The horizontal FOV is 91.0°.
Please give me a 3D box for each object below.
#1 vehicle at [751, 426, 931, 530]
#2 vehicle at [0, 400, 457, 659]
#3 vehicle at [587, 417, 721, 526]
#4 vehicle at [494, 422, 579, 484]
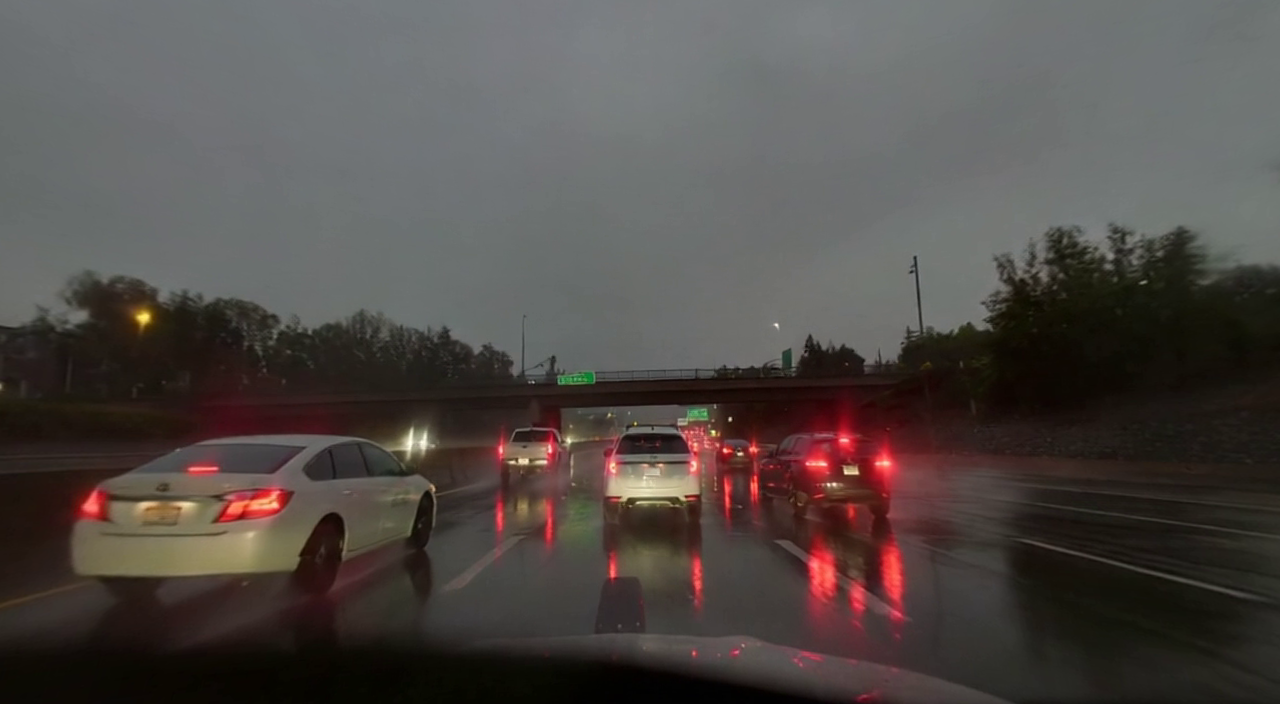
[{"bbox_3d":[3.642,2.378,12.475,2.022,1.633,4.651,0,-9,0],"label":"vehicle"},{"bbox_3d":[-3.600,1.454,6.343,2.014,1.579,4.761,0,-9,1],"label":"vehicle"},{"bbox_3d":[0.238,2.274,12.439,2.181,1.756,4.167,0,-9,0],"label":"vehicle"},{"bbox_3d":[-3.891,3.961,24.915,2.212,2.101,6.052,0,-9,1],"label":"vehicle"}]
